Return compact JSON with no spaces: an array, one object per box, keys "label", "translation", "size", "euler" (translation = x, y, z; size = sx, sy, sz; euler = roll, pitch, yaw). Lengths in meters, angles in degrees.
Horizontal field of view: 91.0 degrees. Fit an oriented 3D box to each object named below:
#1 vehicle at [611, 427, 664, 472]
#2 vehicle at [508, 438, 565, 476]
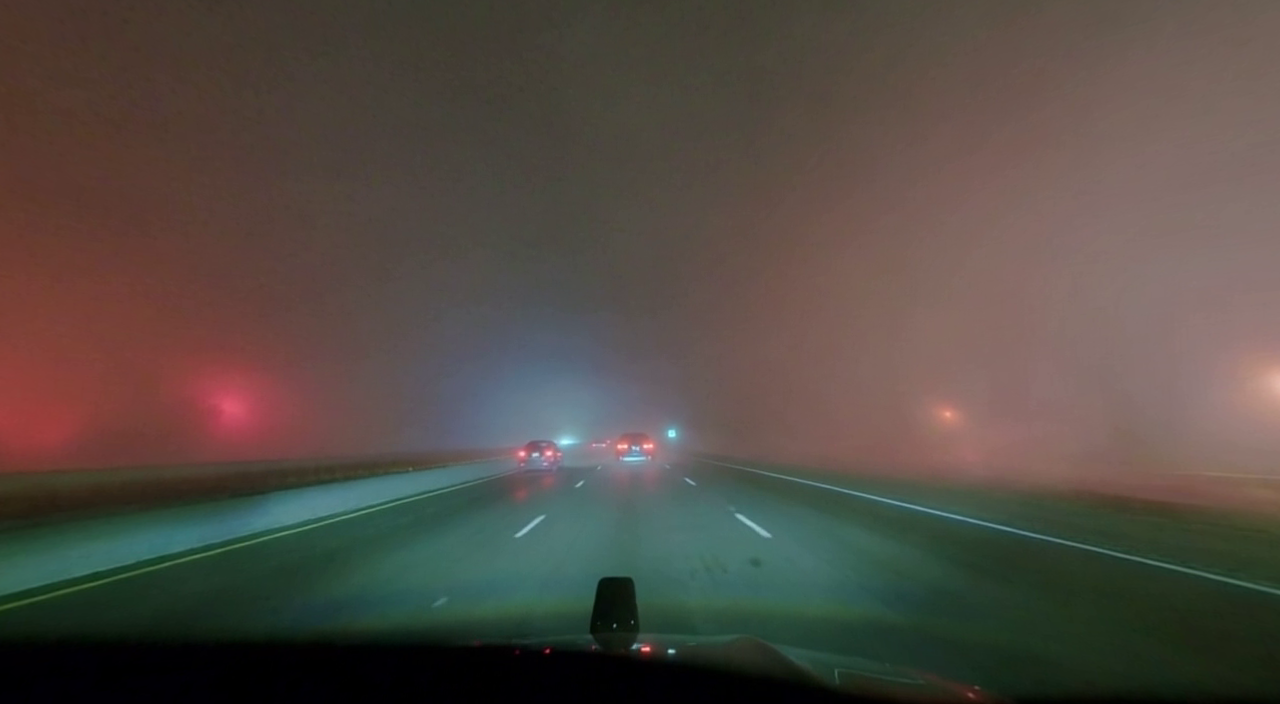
[{"label":"vehicle","translation":[-0.166,4.719,30.653],"size":[2.382,1.973,4.439],"euler":[0,-8,-1]},{"label":"vehicle","translation":[-4.462,4.557,27.612],"size":[1.945,1.550,3.780],"euler":[0,-8,-1]}]
